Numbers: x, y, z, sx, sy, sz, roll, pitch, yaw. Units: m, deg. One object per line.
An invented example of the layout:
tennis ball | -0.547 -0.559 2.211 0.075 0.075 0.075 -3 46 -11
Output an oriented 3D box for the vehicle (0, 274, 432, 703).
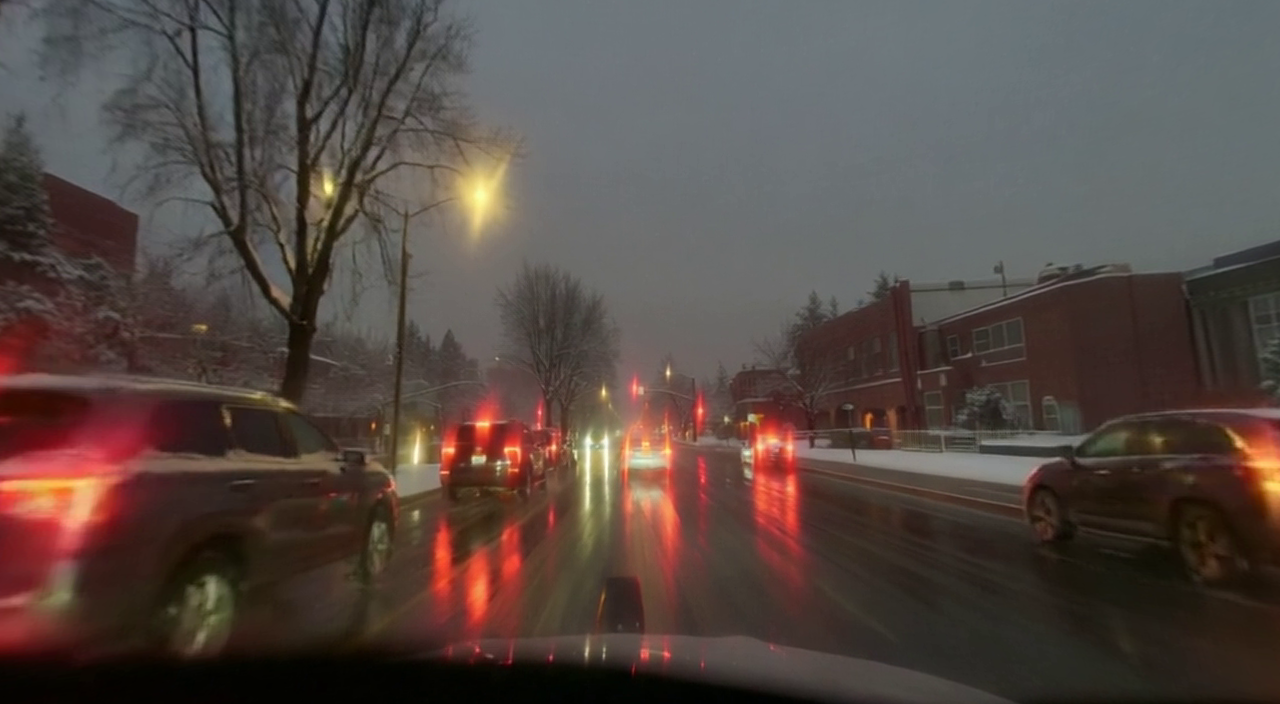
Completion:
vehicle | -3.459 1.034 4.651 2.223 1.957 4.845 0 -9 0

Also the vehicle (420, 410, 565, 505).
vehicle | -3.402 2.583 15.779 2.487 1.978 4.628 0 -9 0

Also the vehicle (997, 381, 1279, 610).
vehicle | 6.486 1.521 7.383 1.997 1.943 4.409 0 -9 0

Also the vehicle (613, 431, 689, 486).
vehicle | 0.241 3.401 20.419 2.201 1.589 3.843 0 -9 -2

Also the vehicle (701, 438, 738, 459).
vehicle | 6.030 7.402 48.462 1.986 1.477 4.510 0 -9 -3

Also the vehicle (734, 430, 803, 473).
vehicle | 6.194 4.872 31.063 2.300 1.903 4.579 0 -9 -1
